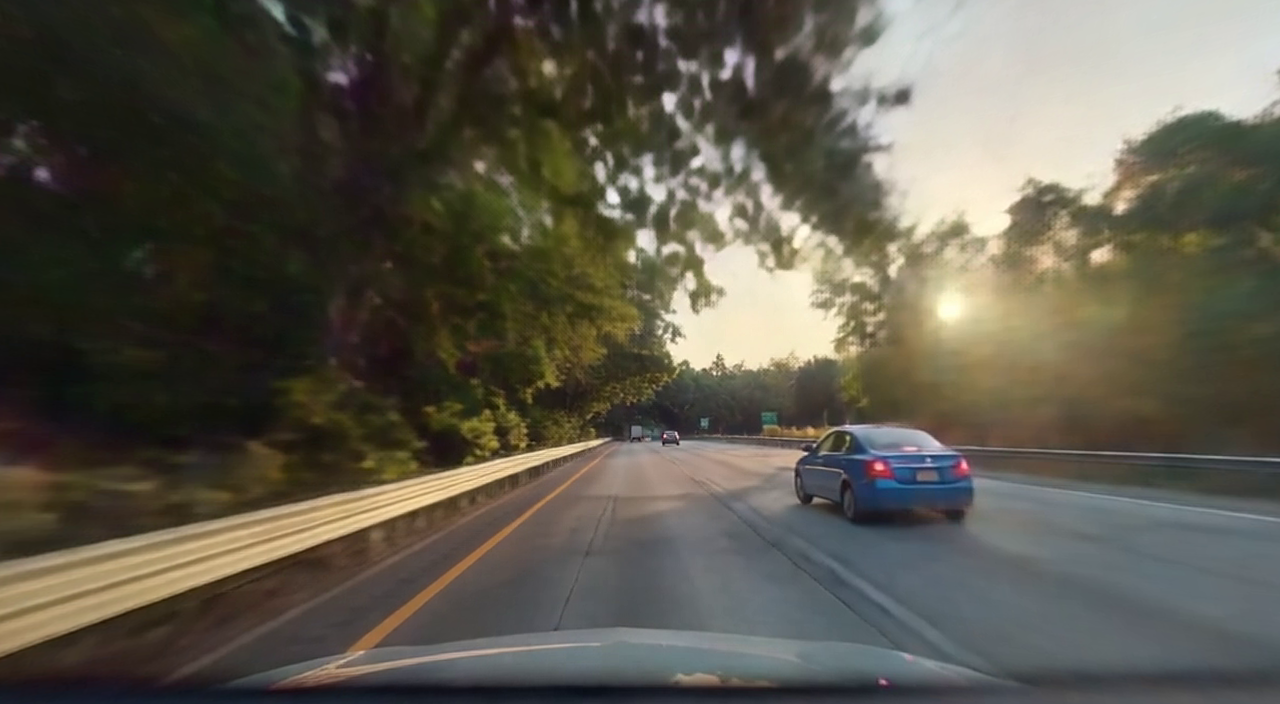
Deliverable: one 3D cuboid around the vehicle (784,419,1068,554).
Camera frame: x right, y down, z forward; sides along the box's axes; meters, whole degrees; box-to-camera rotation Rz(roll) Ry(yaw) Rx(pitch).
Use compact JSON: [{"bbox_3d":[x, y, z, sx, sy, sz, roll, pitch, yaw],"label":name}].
[{"bbox_3d":[3.747,1.802,9.352,2.017,1.502,4.369,0,-8,-2],"label":"vehicle"}]
